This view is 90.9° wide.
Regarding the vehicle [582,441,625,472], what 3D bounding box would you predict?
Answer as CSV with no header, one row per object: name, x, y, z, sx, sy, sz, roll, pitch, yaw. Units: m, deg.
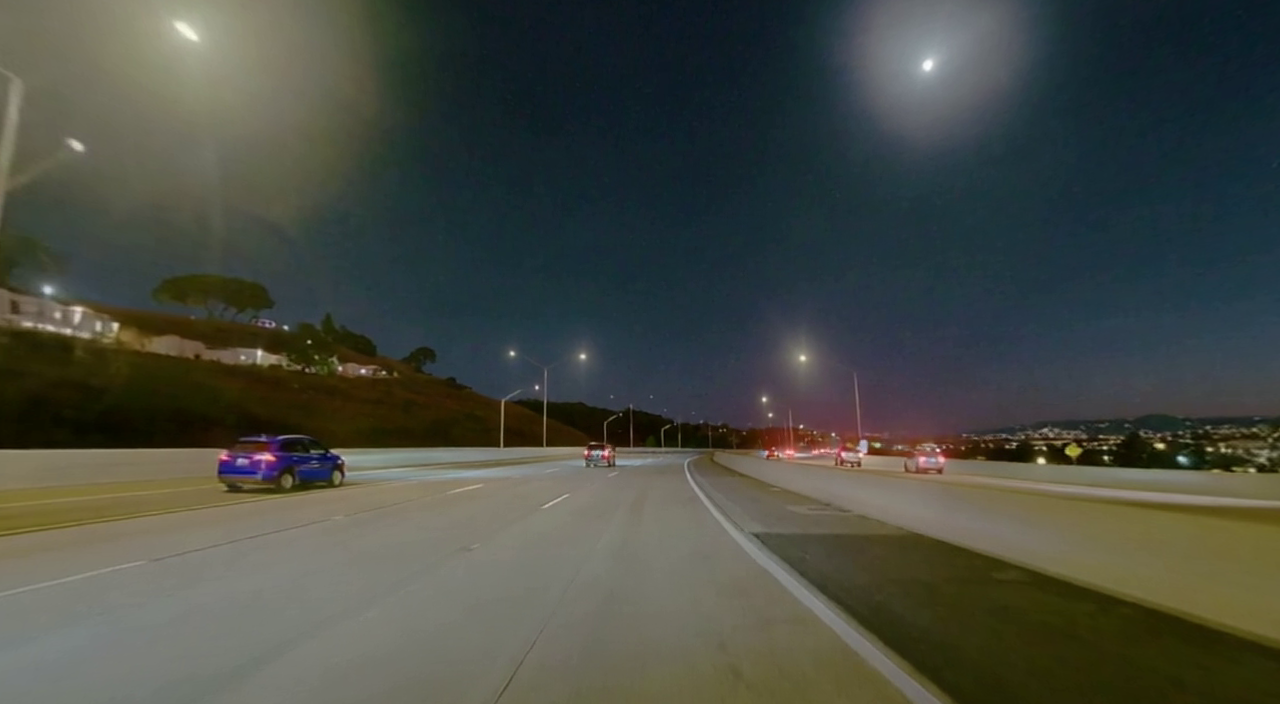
vehicle,-2.115,6.238,37.884,2.028,1.782,4.150,-1,-8,4

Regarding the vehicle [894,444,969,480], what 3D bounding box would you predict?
vehicle,13.804,5.190,30.173,1.786,1.559,4.496,-1,-8,5

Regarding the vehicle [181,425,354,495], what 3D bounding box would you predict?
vehicle,-10.464,3.068,18.262,2.039,1.746,4.528,-1,-8,3
